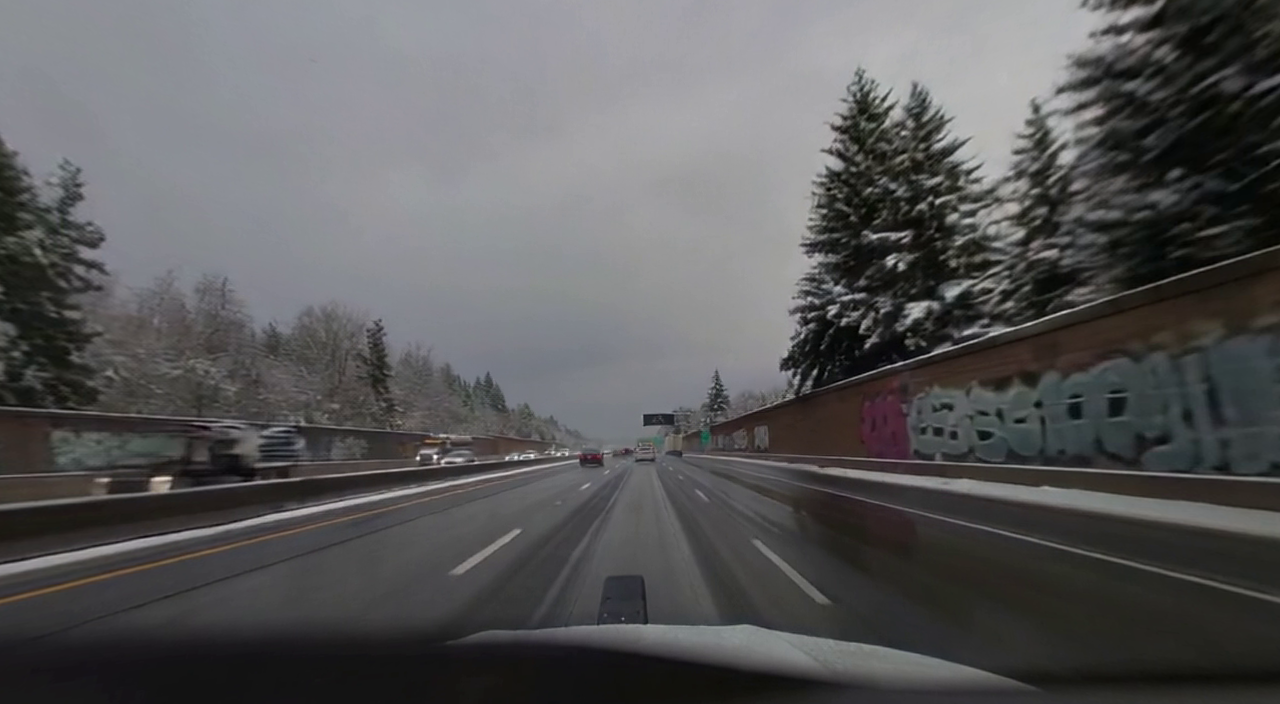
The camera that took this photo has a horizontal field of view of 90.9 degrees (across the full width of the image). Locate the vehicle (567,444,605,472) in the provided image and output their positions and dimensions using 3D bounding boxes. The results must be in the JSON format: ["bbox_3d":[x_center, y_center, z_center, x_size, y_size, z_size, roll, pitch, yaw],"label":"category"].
[{"bbox_3d":[-3.459,6.927,41.260,2.095,1.671,4.193,-1,-9,1],"label":"vehicle"}]

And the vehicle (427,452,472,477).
[{"bbox_3d":[-12.328,7.296,40.952,1.853,1.521,3.633,0,-9,-1],"label":"vehicle"}]

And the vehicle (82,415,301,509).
[{"bbox_3d":[-16.884,4.235,24.660,2.908,3.076,7.474,-1,-9,1],"label":"vehicle"}]

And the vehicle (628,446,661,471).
[{"bbox_3d":[0.261,6.920,41.008,2.009,1.506,4.091,-1,-9,0],"label":"vehicle"}]
